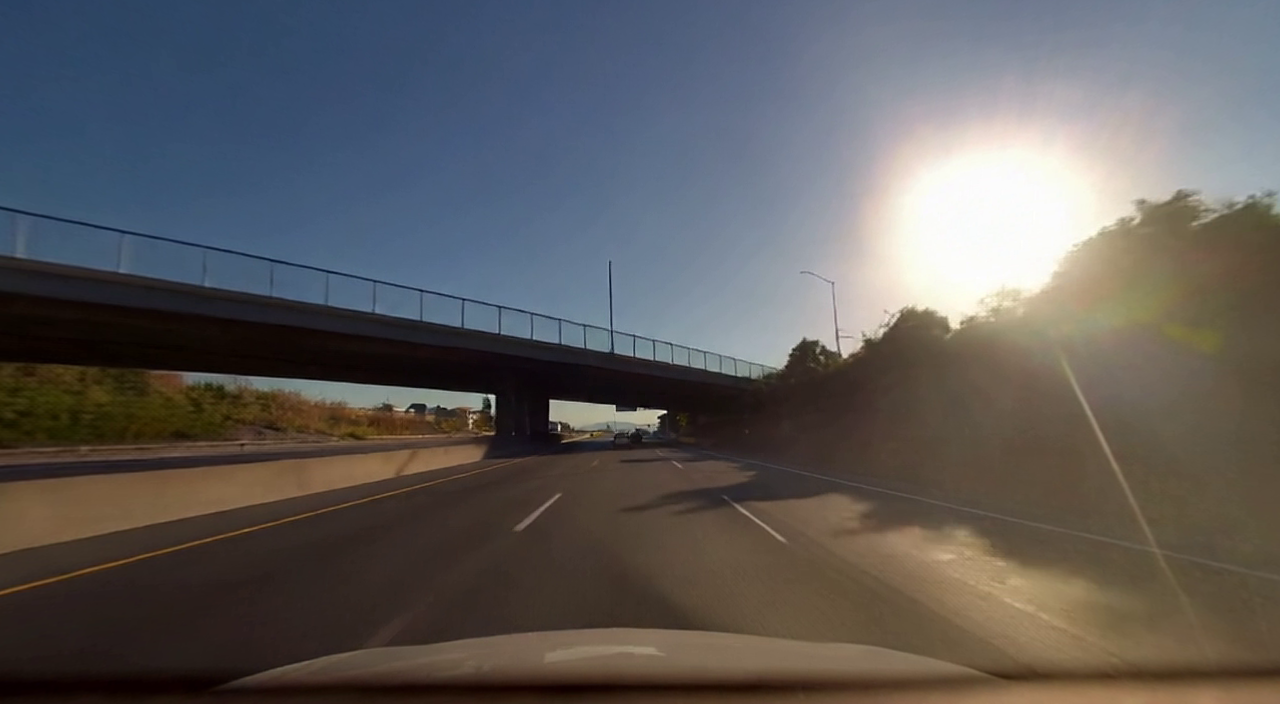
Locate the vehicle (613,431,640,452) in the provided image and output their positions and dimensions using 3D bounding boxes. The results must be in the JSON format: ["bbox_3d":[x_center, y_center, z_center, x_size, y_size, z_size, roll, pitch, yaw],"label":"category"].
[{"bbox_3d":[-1.061,7.014,49.592,1.993,1.519,4.046,0,-8,-1],"label":"vehicle"}]
